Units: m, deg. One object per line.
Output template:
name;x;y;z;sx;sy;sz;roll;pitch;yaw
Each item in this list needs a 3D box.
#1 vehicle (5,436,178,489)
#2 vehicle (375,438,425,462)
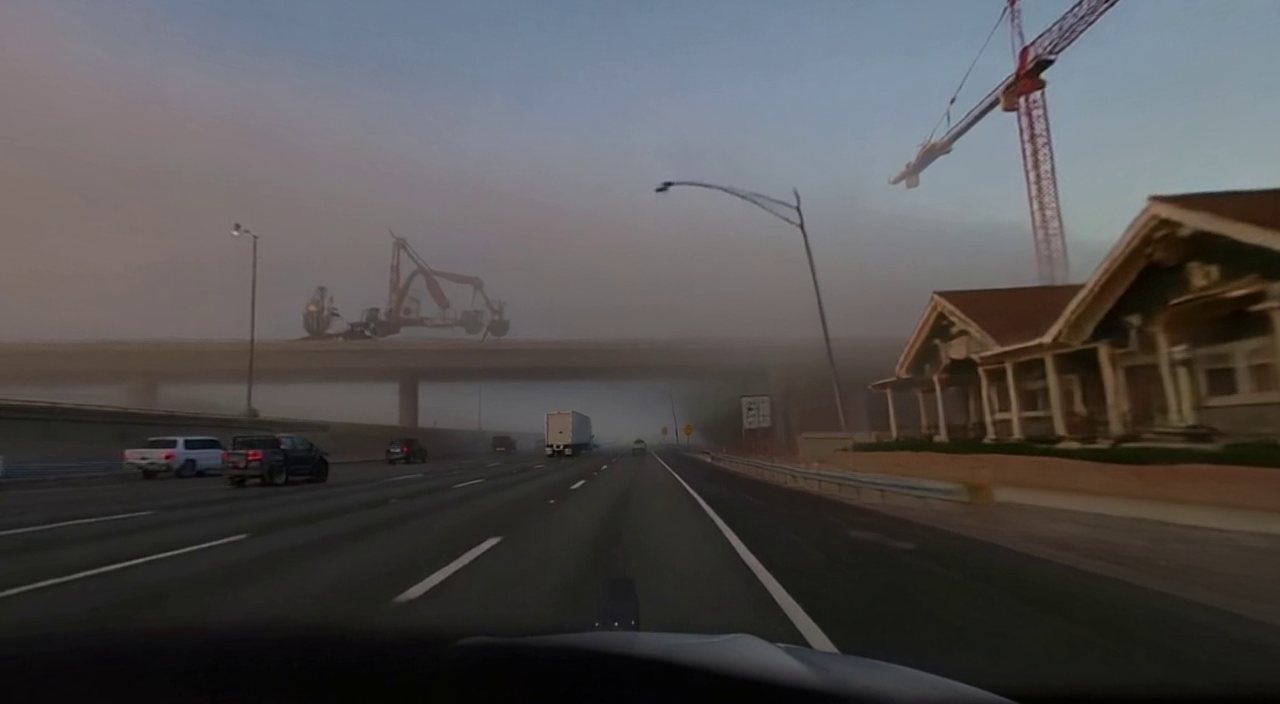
vehicle;-18.168;3.665;21.269;1.866;1.609;4.315;0;-9;0
vehicle;-18.030;7.380;47.695;1.932;1.752;4.541;0;-9;1
